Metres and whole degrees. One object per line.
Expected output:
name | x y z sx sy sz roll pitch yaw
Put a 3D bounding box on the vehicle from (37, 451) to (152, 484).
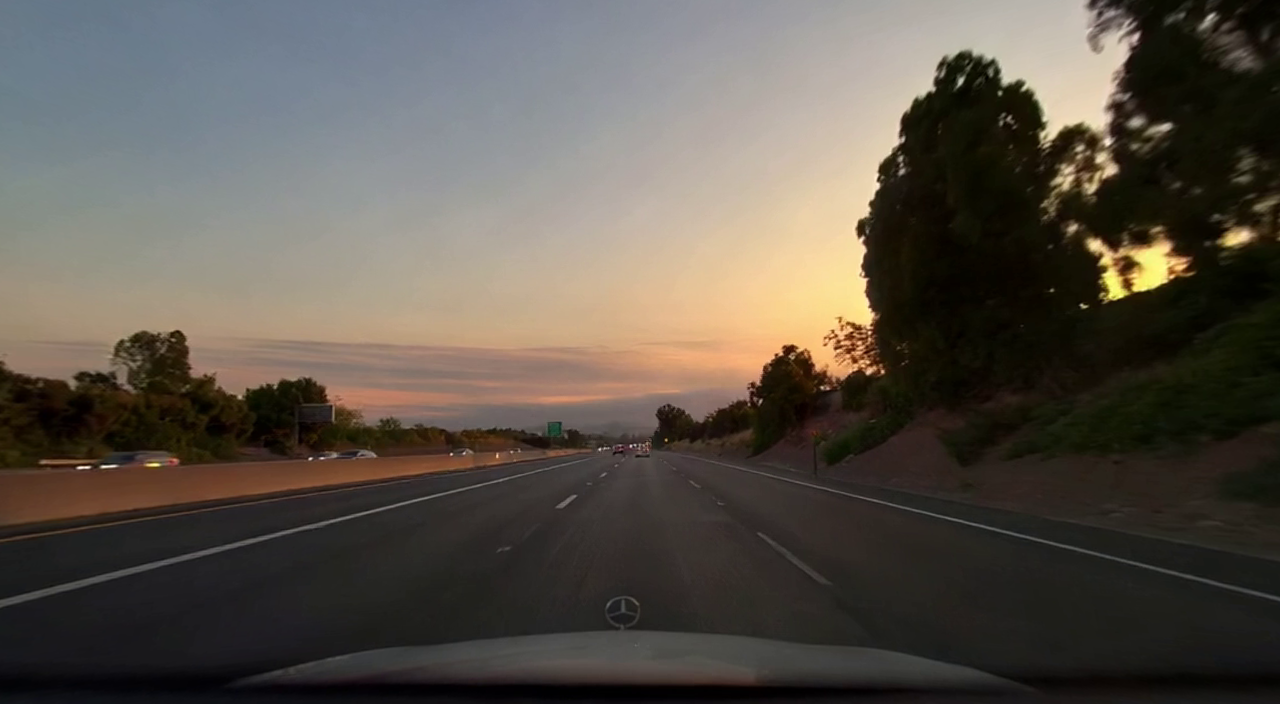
vehicle | -35.732 7.519 41.544 2.235 1.961 5.862 0 -9 1
